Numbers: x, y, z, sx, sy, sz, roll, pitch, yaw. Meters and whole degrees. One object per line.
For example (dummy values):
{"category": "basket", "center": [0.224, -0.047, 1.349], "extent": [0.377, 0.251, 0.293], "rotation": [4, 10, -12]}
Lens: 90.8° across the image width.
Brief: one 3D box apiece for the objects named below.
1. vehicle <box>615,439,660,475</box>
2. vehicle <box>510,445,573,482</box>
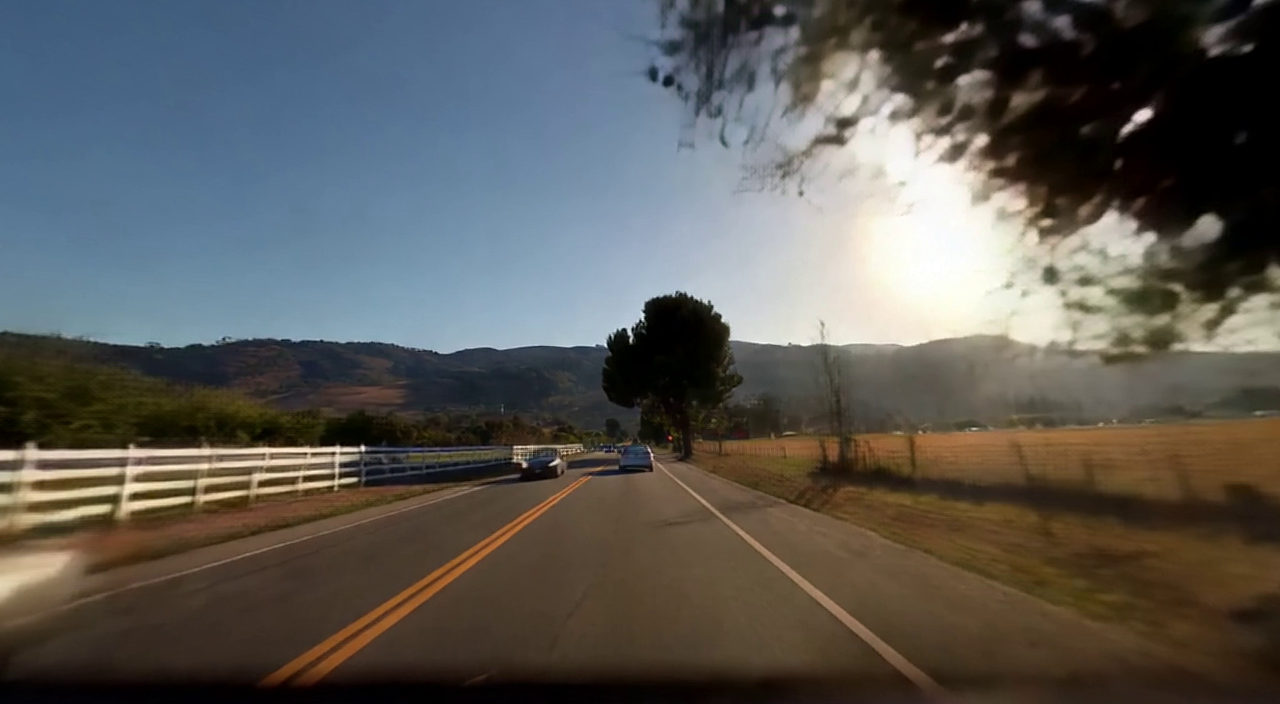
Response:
{"category": "vehicle", "center": [-0.134, 5.231, 31.782], "extent": [2.158, 1.669, 4.006], "rotation": [0, -8, 0]}
{"category": "vehicle", "center": [-4.474, 5.121, 29.407], "extent": [2.107, 1.534, 4.752], "rotation": [0, -8, 0]}
